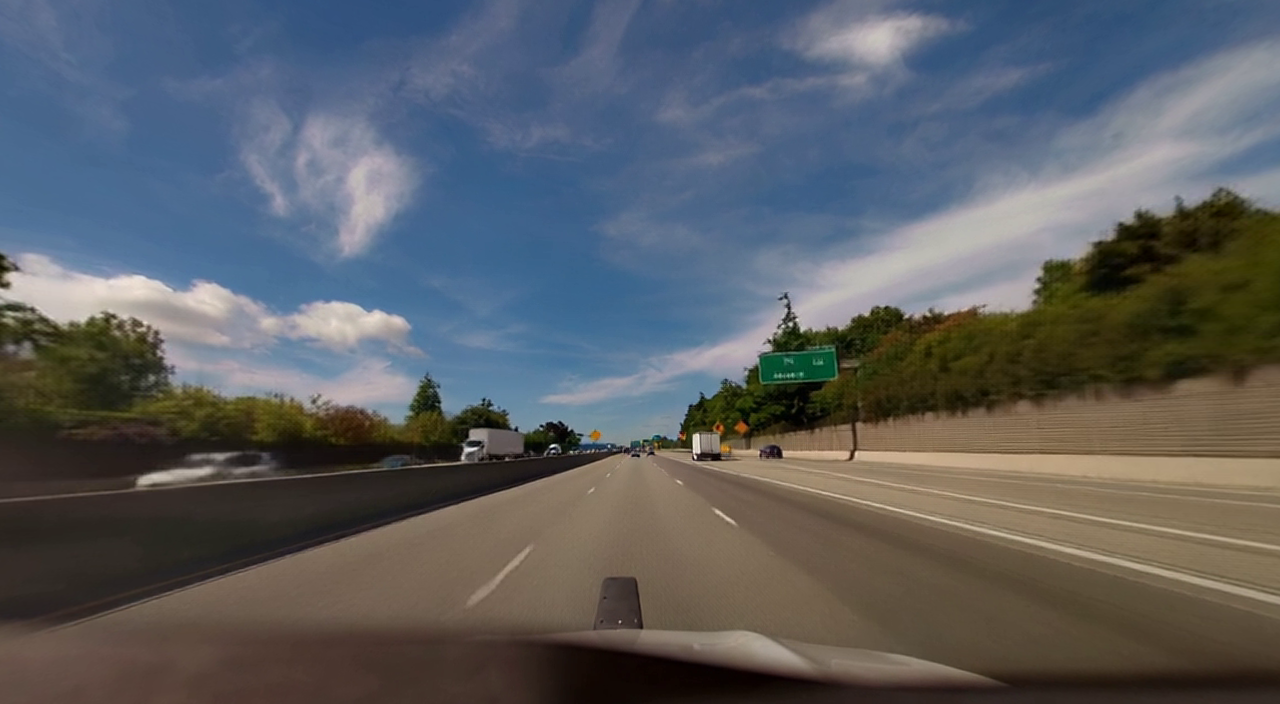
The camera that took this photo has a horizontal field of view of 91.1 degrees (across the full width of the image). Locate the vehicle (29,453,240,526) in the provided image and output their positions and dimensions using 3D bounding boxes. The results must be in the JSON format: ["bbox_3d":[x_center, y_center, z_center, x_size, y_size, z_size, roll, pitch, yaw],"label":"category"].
[{"bbox_3d":[-12.694,3.431,16.197,2.223,1.585,3.787,0,-9,0],"label":"vehicle"}]

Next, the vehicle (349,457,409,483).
[{"bbox_3d":[-16.562,7.460,40.065,1.943,1.483,4.507,0,-9,-1],"label":"vehicle"}]
